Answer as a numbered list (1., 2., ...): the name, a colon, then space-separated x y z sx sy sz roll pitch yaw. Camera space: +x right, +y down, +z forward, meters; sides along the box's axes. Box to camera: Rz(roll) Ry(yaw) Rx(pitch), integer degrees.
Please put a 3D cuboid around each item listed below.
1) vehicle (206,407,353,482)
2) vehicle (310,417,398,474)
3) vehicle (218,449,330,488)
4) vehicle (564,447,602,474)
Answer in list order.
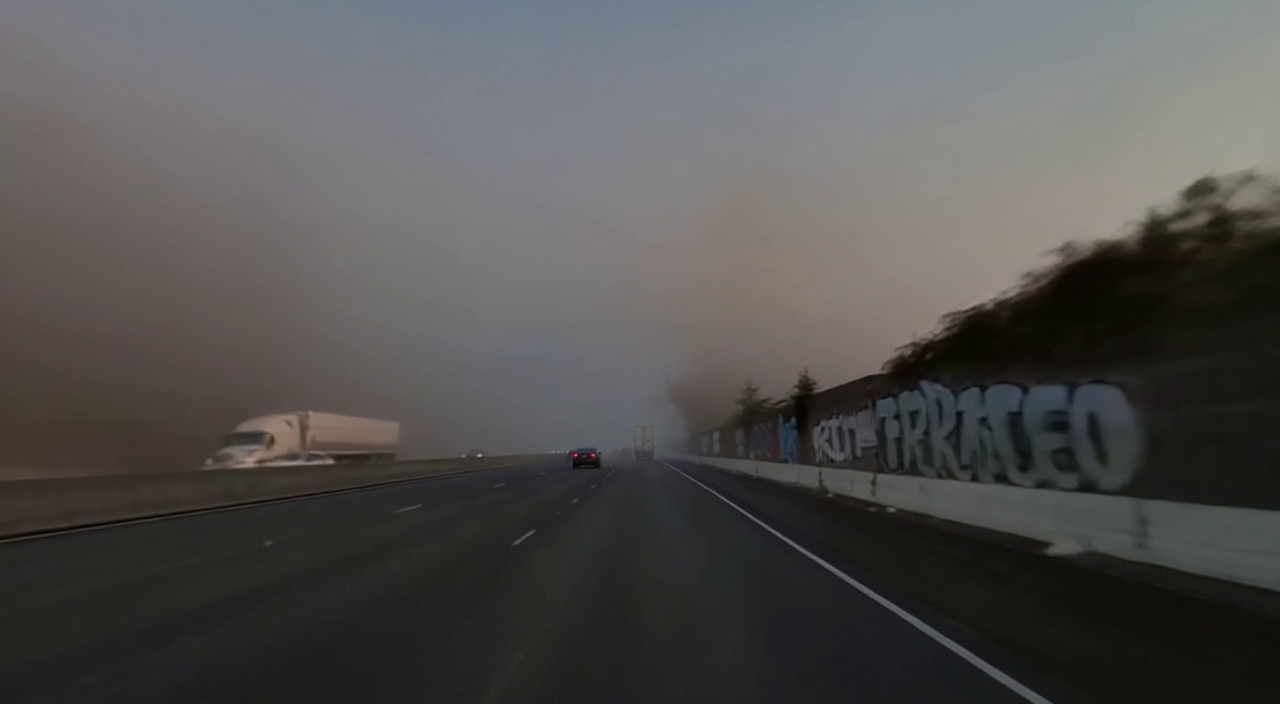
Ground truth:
1. vehicle: -21.945 5.823 39.408 2.873 4.027 10.474 0 -9 0
2. vehicle: -21.920 7.298 48.940 2.850 4.006 8.213 0 -9 0
3. vehicle: -15.037 4.784 26.231 1.917 1.491 4.429 0 -9 1
4. vehicle: -3.263 6.345 37.021 1.803 1.466 4.509 0 -9 0
